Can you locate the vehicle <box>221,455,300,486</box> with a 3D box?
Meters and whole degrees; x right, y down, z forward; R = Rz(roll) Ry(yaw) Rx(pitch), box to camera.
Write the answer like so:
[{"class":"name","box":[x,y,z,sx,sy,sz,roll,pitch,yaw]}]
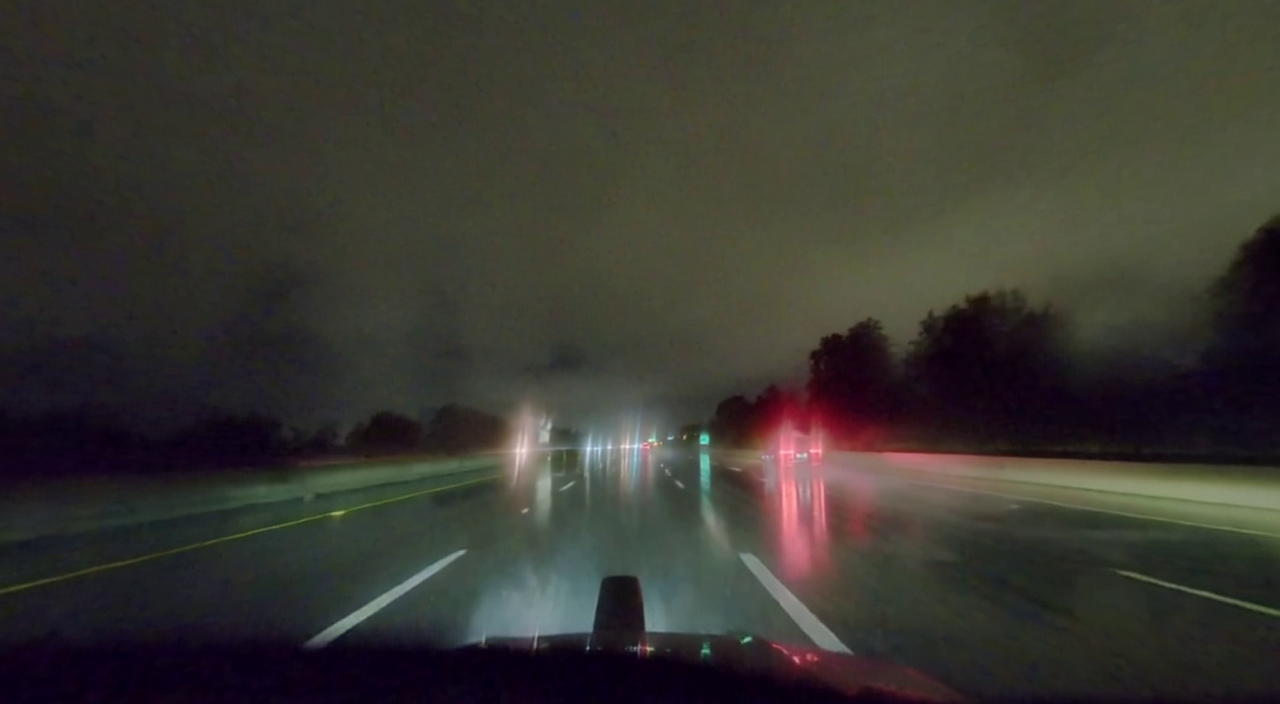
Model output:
[{"class":"vehicle","box":[-23.134,7.211,38.697,1.943,1.683,4.652,-1,-8,-1]}]
